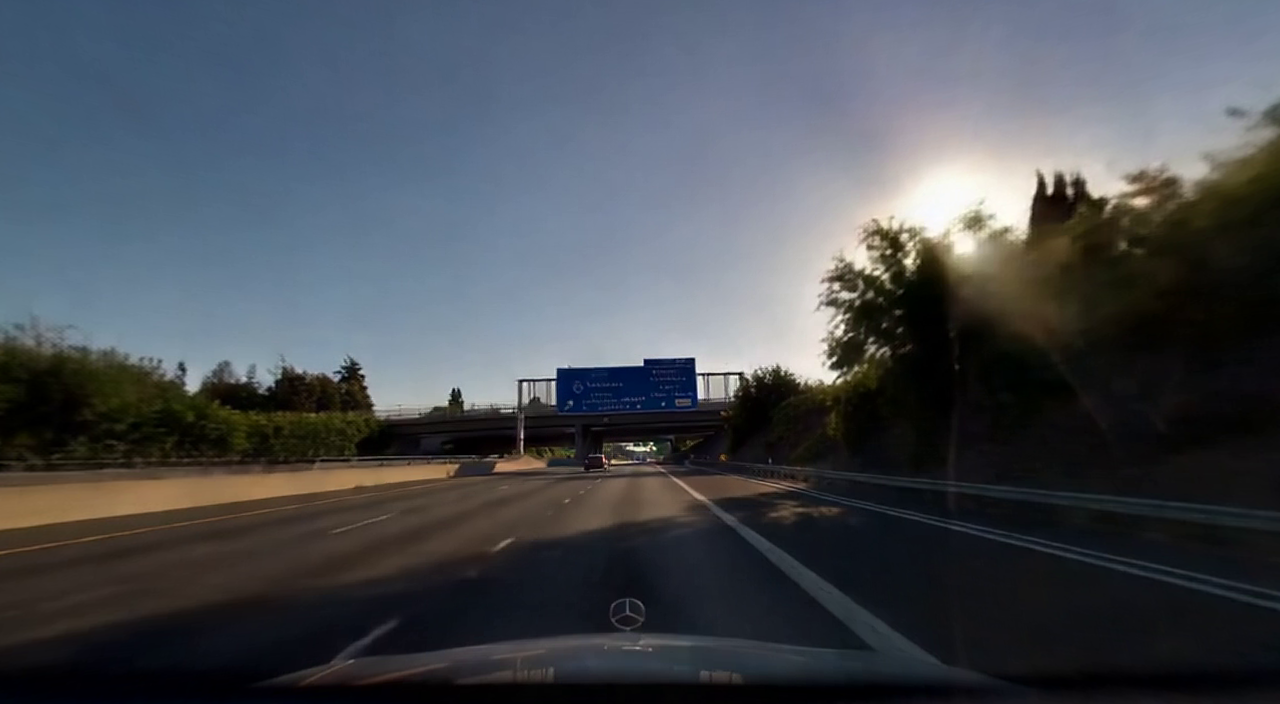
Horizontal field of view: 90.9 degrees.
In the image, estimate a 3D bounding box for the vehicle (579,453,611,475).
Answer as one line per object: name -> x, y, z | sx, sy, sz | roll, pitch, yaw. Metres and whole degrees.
vehicle -> -3.241, 8.214, 46.233 | 2.041, 1.512, 3.996 | 0, -9, 1
